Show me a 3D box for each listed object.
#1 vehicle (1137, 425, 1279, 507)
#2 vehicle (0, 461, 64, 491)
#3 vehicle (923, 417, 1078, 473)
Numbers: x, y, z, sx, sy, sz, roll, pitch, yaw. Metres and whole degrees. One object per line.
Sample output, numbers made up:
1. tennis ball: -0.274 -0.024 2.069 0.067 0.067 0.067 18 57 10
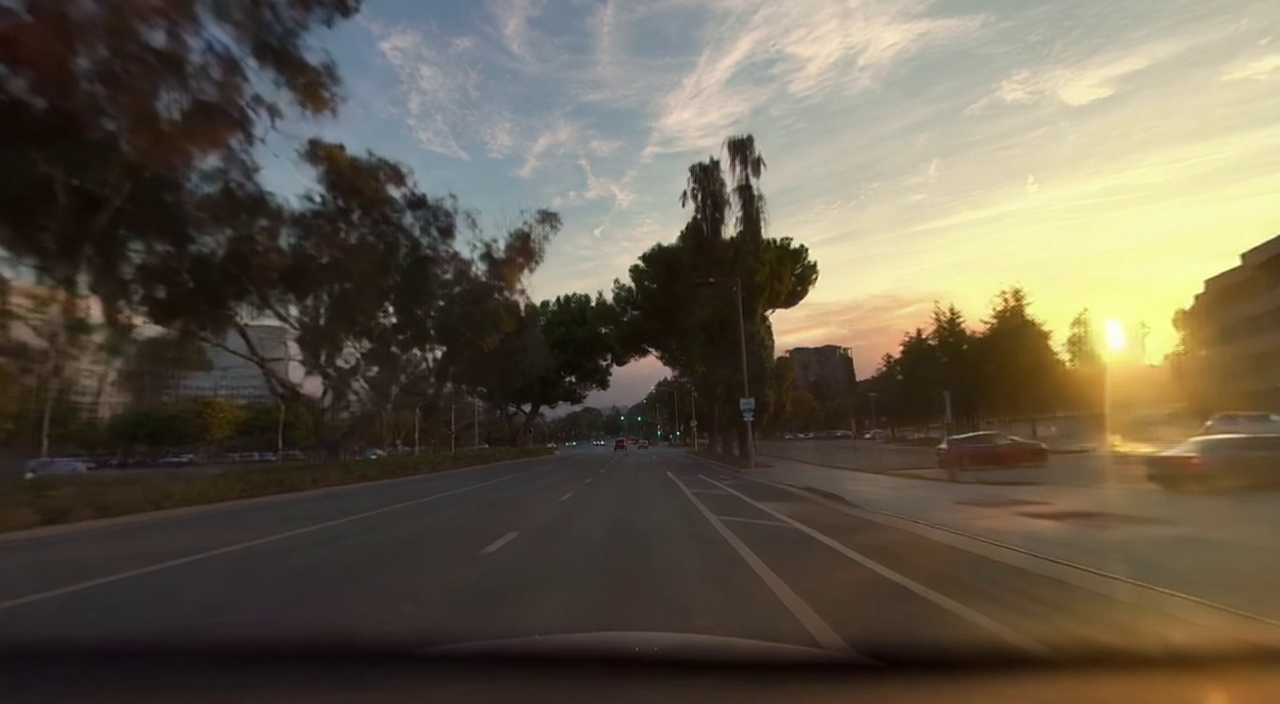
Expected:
1. vehicle: 14.564 2.541 14.597 4.388 1.446 1.808 -6 -7 2
2. vehicle: -35.816 7.016 35.816 1.917 1.479 4.462 0 -8 0
3. vehicle: 14.041 3.656 24.830 4.702 1.853 2.069 -3 -8 2
